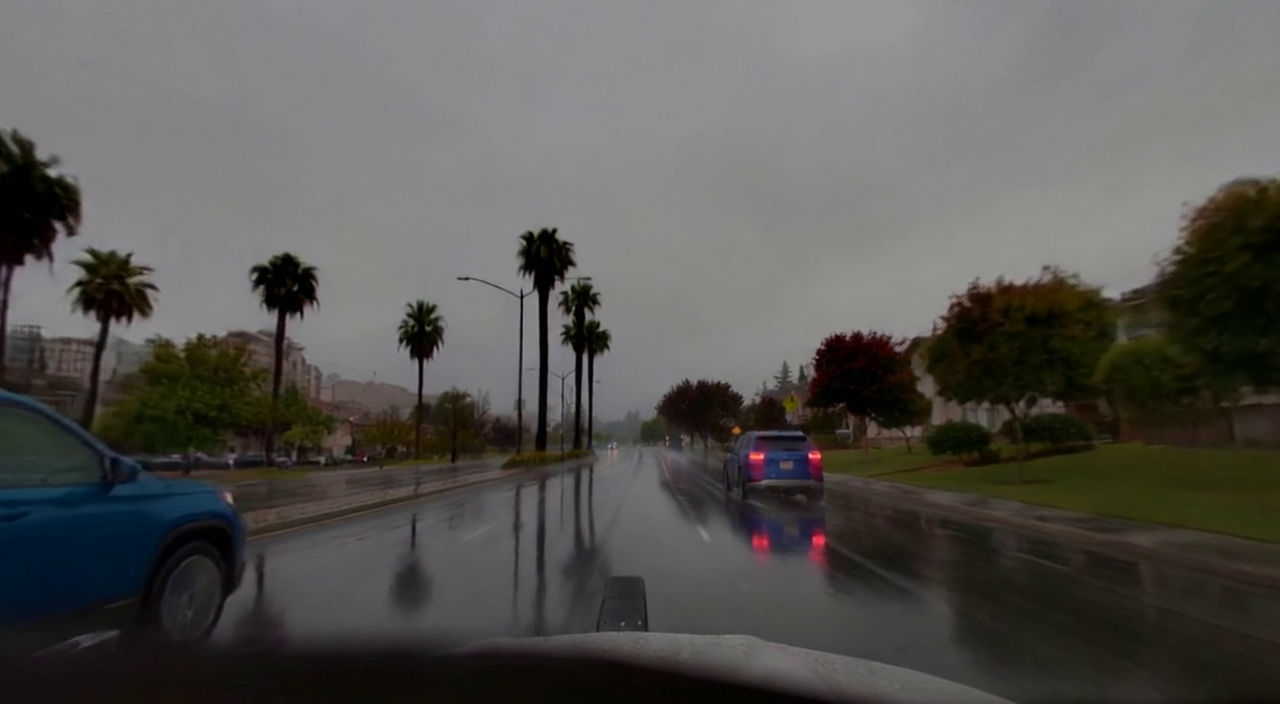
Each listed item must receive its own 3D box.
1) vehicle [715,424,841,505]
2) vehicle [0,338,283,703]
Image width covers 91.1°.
[{"bbox_3d":[3.390,2.885,16.516,2.195,1.804,4.658,0,-9,0],"label":"vehicle"},{"bbox_3d":[-3.935,0.779,2.468,2.150,1.768,4.868,0,-9,0],"label":"vehicle"}]
